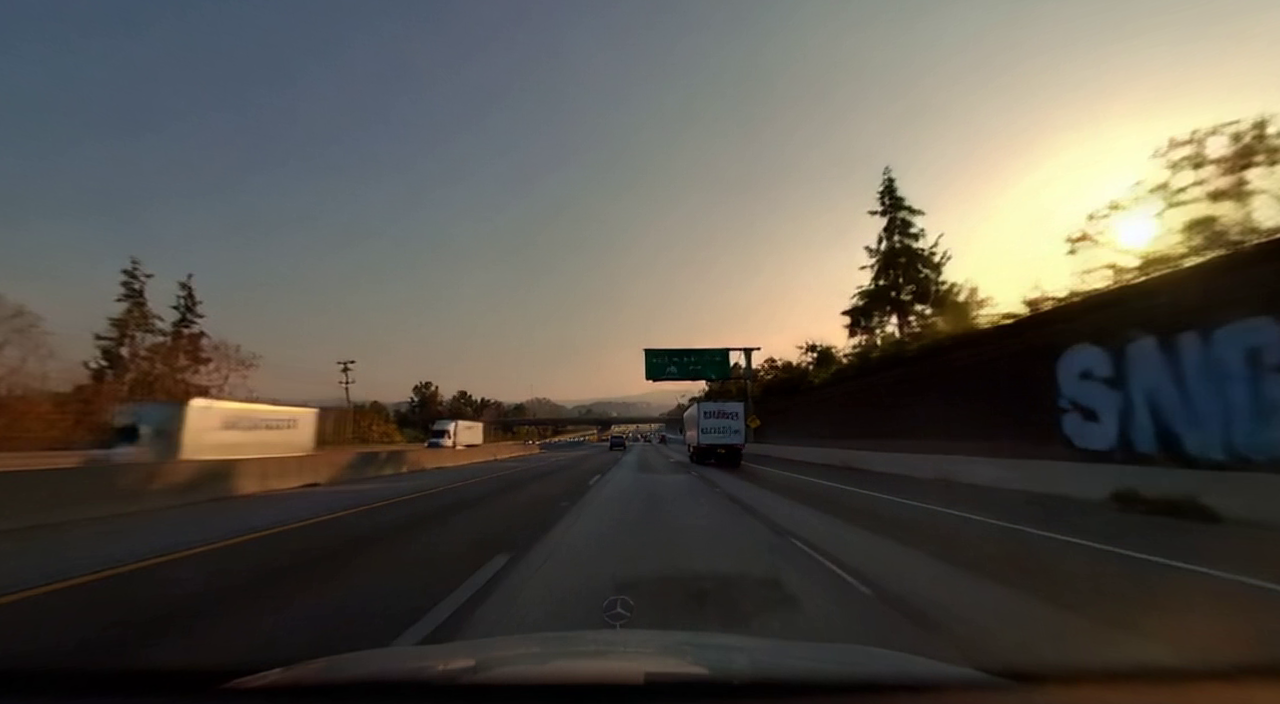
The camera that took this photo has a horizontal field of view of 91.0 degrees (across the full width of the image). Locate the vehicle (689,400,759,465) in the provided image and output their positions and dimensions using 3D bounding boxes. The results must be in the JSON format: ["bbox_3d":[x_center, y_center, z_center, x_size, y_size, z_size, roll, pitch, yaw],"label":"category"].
[{"bbox_3d":[4.997,5.103,39.526,2.949,3.470,10.539,-1,-8,0],"label":"vehicle"}]
